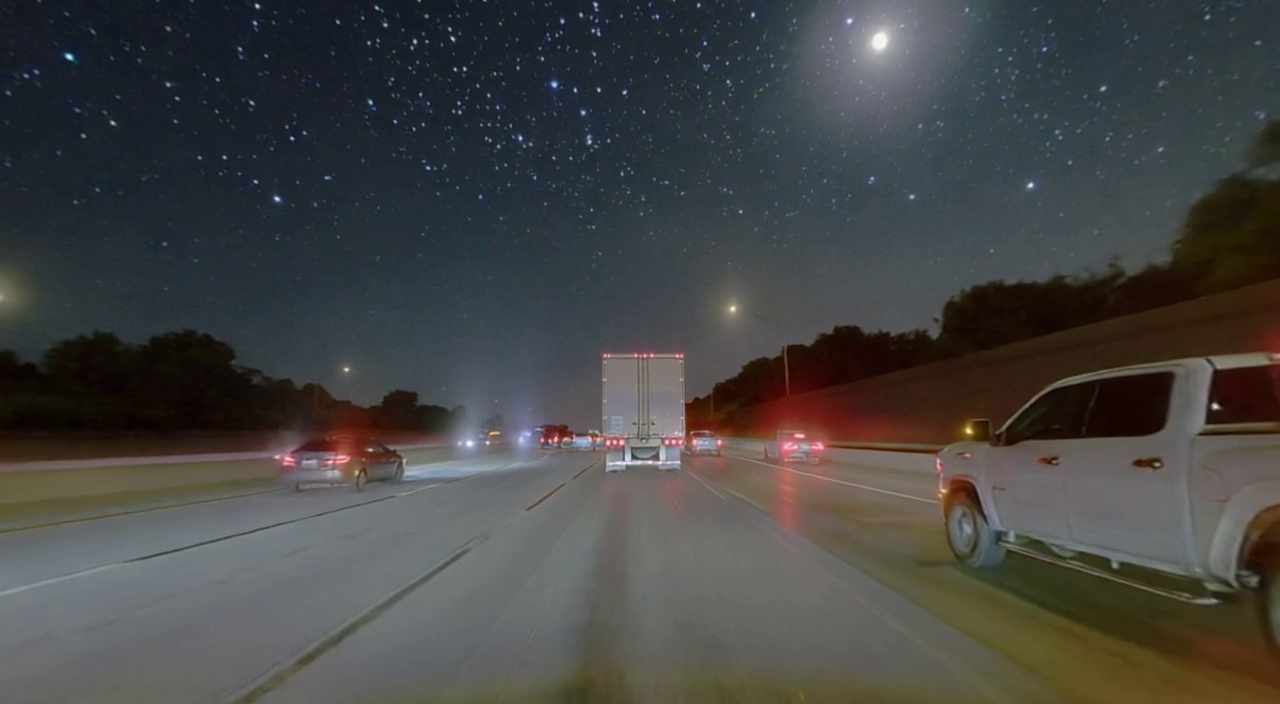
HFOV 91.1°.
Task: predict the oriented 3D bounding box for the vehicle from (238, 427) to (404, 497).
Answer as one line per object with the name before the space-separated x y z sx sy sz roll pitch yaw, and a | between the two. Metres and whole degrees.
vehicle | -7.671 2.646 15.657 2.059 1.500 4.001 0 -8 -1

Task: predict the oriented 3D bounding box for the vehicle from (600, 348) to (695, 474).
vehicle | -0.014 2.504 24.738 2.904 3.915 10.473 0 -8 -3

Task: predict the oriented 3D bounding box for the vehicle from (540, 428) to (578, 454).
vehicle | -5.433 6.024 42.640 2.134 1.650 4.133 0 -8 -2

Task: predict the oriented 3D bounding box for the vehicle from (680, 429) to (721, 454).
vehicle | 3.851 5.827 41.067 2.044 1.508 4.716 0 -8 -2

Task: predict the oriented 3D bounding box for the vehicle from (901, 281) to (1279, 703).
vehicle | 3.615 0.764 3.495 2.118 1.832 4.901 0 -8 -1
